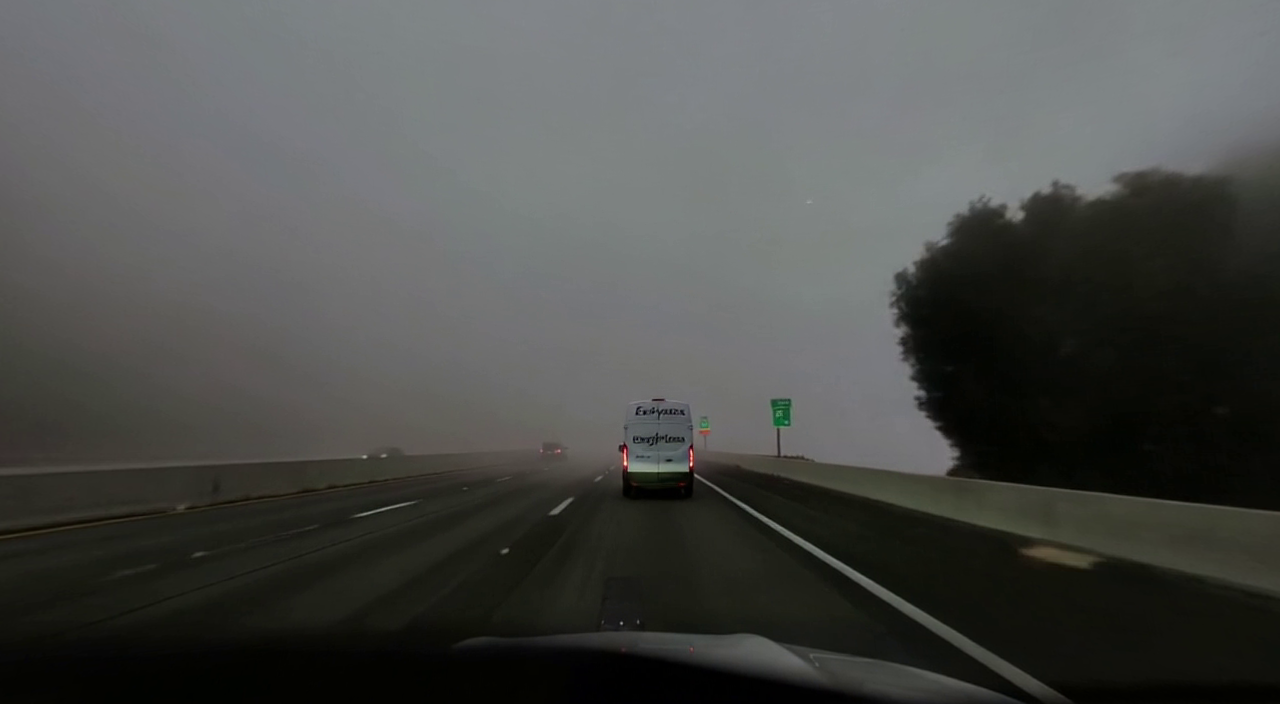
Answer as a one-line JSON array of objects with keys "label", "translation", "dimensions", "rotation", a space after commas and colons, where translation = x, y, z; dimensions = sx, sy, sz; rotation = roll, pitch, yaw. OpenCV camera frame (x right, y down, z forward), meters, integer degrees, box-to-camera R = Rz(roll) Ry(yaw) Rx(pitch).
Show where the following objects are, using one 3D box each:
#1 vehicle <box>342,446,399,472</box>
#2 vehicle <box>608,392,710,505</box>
[{"label": "vehicle", "translation": [-15.713, 6.238, 36.941], "dimensions": [1.651, 1.410, 3.840], "rotation": [0, -9, 0]}, {"label": "vehicle", "translation": [0.354, 2.596, 17.099], "dimensions": [2.332, 2.558, 5.314], "rotation": [0, -9, -2]}]
